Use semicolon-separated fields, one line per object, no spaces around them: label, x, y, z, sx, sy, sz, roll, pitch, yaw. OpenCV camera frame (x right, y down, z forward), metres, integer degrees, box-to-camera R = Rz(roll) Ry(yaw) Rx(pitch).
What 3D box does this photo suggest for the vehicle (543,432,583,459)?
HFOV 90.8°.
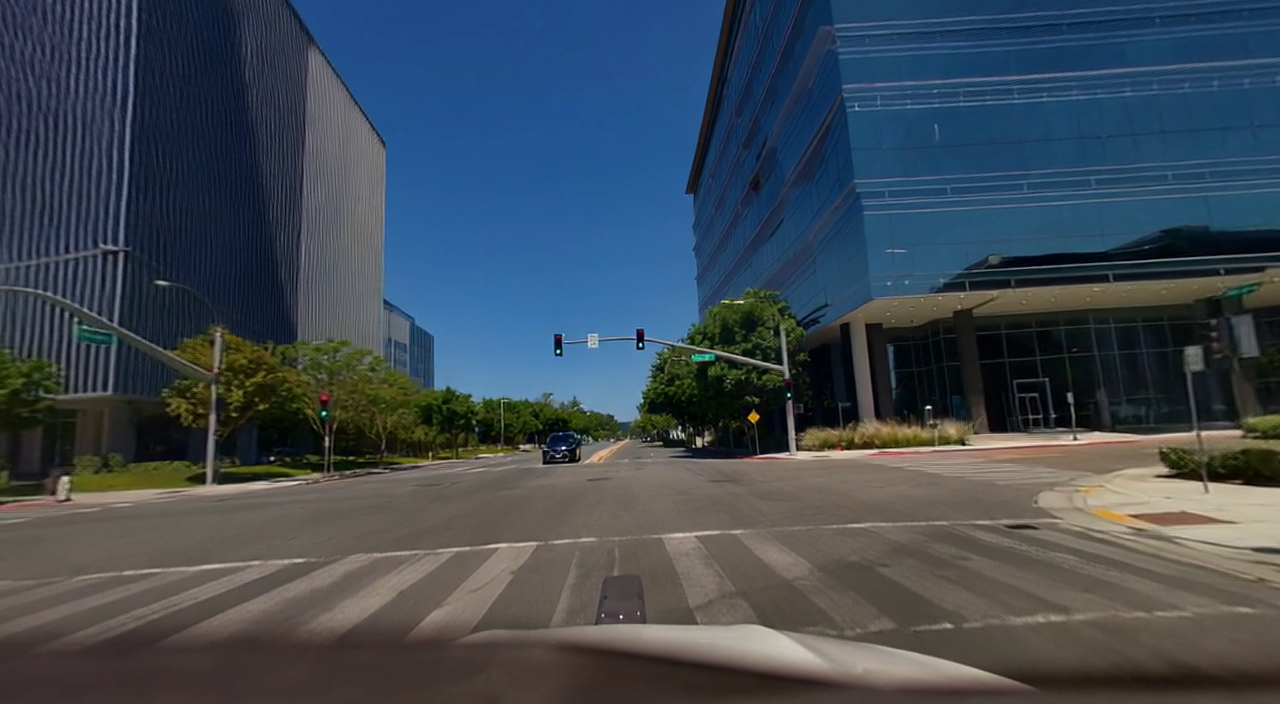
vehicle;-4.921;6.051;40.886;1.988;1.666;4.074;0;-8;1
